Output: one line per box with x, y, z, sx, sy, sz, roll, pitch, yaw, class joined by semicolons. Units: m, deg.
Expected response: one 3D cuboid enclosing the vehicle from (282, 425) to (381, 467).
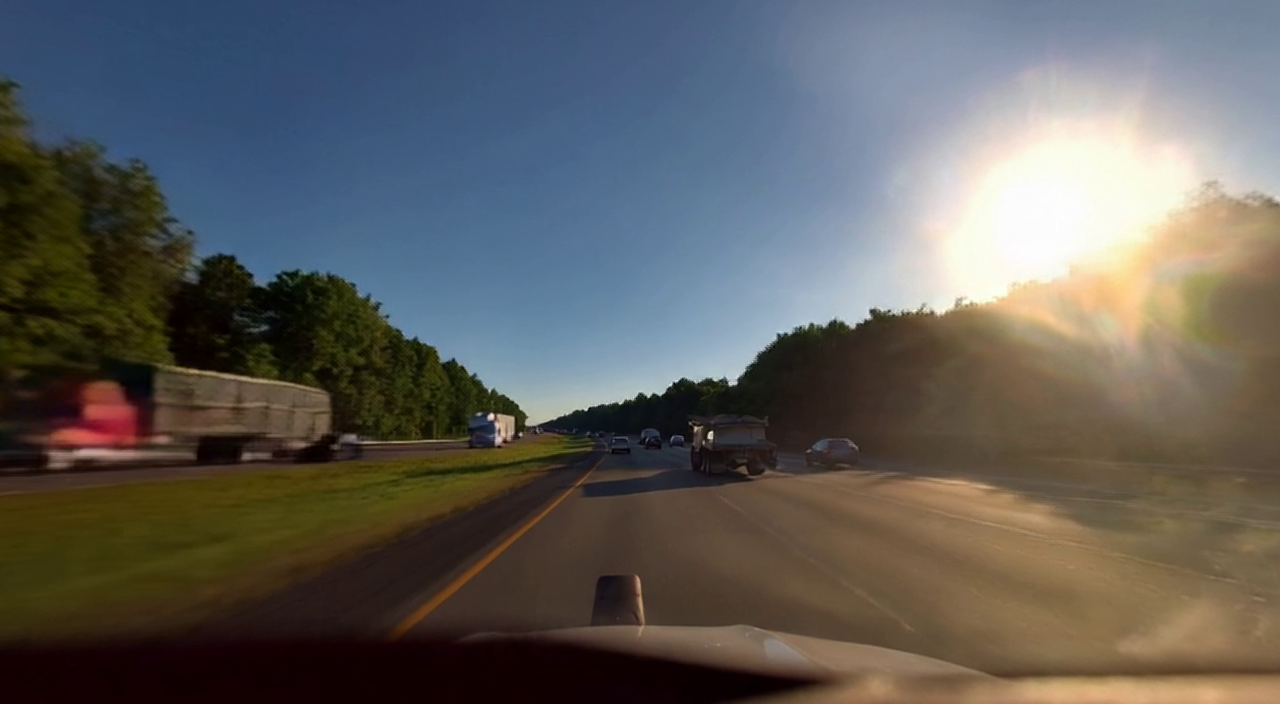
-11.429;3.498;23.641;1.792;1.443;3.754;0;-8;0;vehicle

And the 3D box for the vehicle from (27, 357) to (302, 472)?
-17.139;2.542;24.141;2.966;3.511;9.629;0;-8;0;vehicle

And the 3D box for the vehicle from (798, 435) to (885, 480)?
7.290;3.817;23.205;1.821;1.468;3.805;0;-8;-2;vehicle

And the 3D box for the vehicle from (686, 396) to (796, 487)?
2.997;2.854;20.285;2.436;2.521;5.409;0;-8;-2;vehicle
